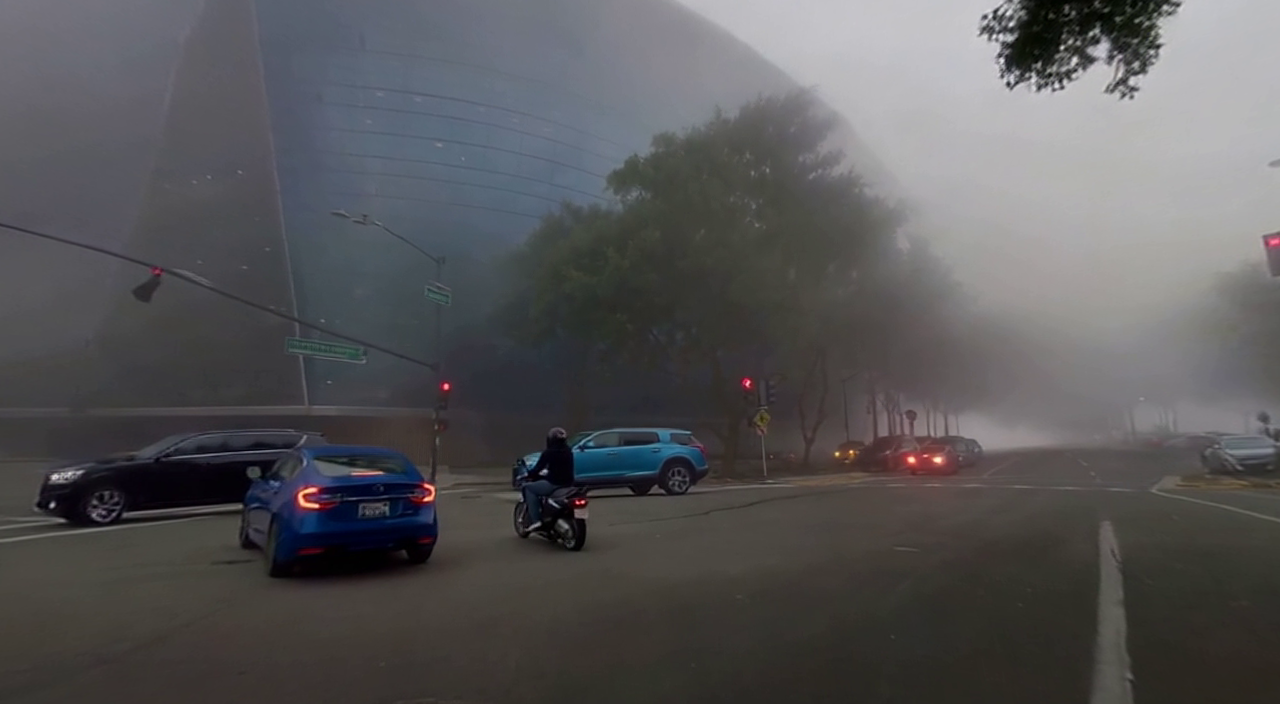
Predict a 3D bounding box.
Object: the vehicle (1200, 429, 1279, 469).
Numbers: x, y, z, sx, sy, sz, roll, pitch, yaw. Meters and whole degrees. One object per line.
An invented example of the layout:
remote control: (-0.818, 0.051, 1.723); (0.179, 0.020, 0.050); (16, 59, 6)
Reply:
vehicle: (24.829, 3.965, 25.944); (1.872, 1.467, 4.385); (-6, -10, 32)

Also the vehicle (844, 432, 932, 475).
vehicle: (10.751, 4.320, 27.136); (2.084, 1.656, 4.583); (-7, -11, 39)

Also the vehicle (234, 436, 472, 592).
vehicle: (-3.949, 1.857, 8.256); (2.009, 1.450, 4.182); (5, -10, -35)

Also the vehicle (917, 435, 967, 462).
vehicle: (18.528, 5.872, 38.619); (2.024, 1.543, 4.028); (-6, -10, 34)

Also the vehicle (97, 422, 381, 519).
vehicle: (-7.977, 2.357, 12.824); (4.583, 1.755, 1.936); (-1, -8, 7)

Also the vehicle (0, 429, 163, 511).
vehicle: (-14.158, 2.755, 15.049); (4.380, 1.727, 2.052); (-3, -9, 15)

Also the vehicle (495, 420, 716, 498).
vehicle: (-1.022, 2.985, 18.005); (5.833, 1.960, 2.341); (2, -9, -18)
